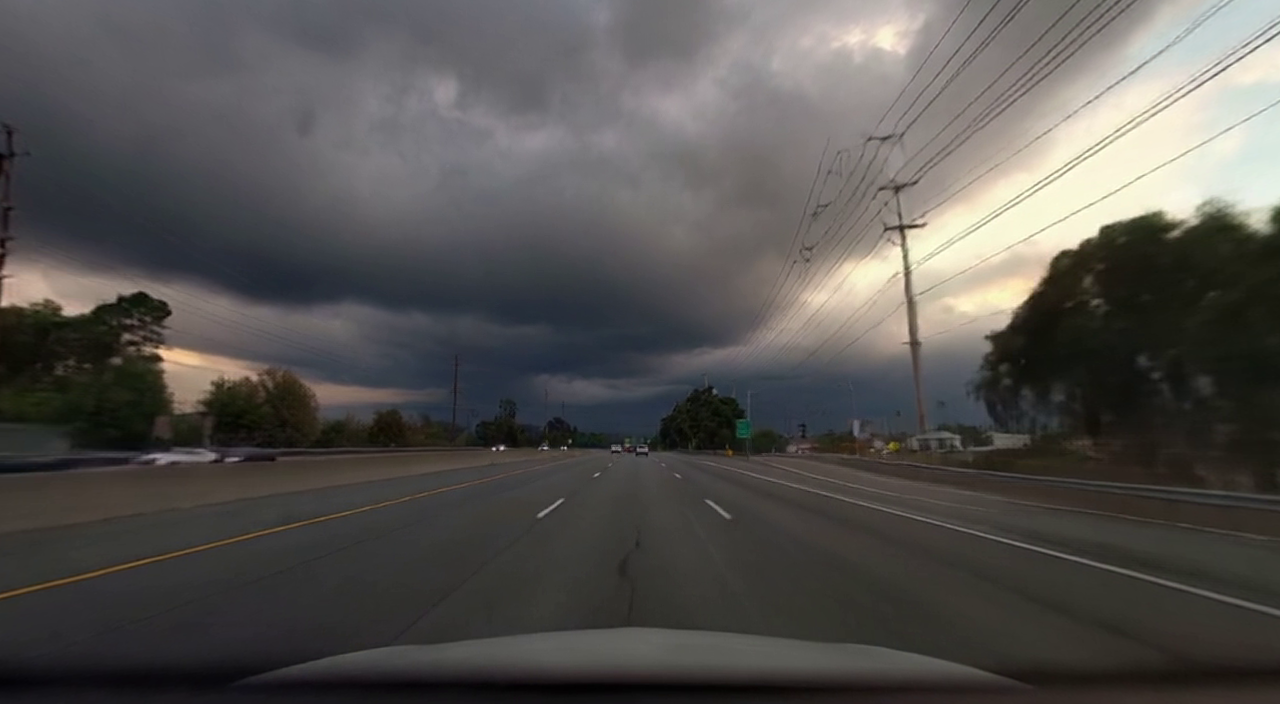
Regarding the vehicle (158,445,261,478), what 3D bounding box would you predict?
[{"bbox_3d":[-21.646,5.495,32.050,1.897,1.485,4.769,0,-8,0],"label":"vehicle"}]
